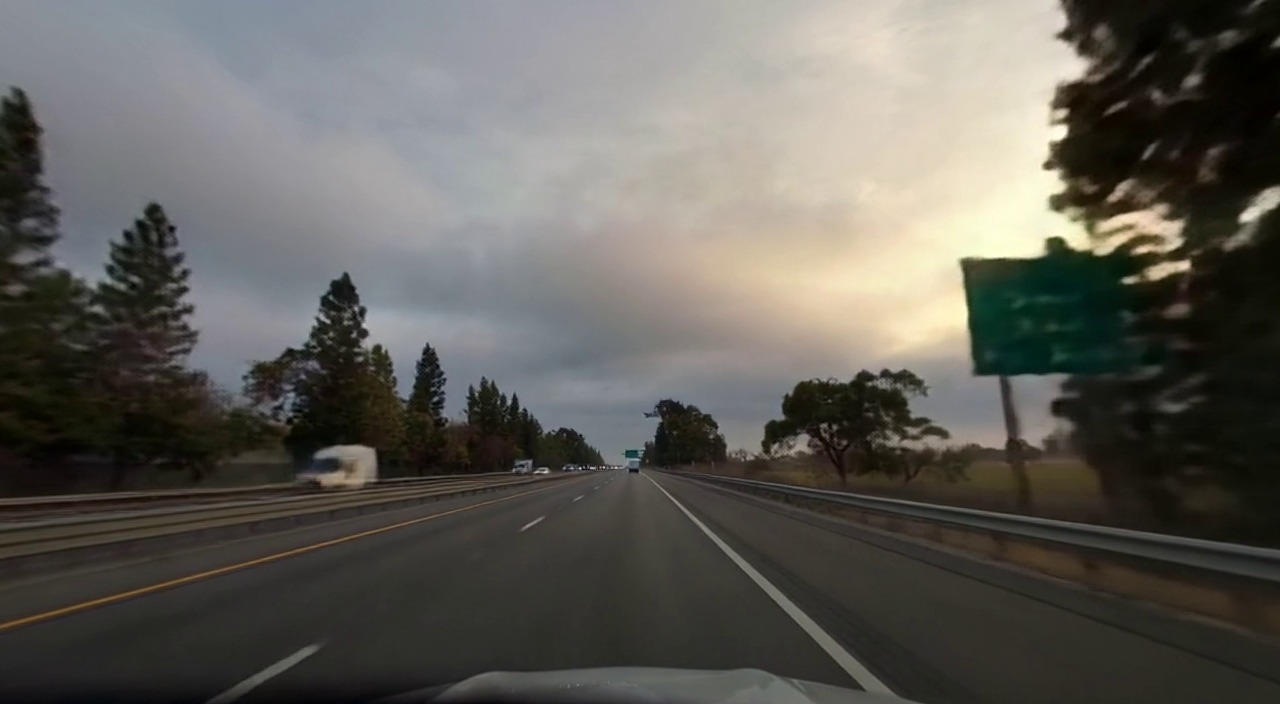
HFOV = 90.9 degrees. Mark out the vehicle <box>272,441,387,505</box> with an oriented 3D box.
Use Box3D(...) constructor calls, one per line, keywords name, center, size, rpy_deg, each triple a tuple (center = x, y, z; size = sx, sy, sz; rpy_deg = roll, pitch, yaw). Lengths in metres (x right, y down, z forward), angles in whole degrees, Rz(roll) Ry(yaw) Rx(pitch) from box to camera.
Box3D(name="vehicle", center=(-12.830, 5.078, 26.510), size=(2.196, 2.363, 5.077), rpy_deg=(1, -11, 0))
